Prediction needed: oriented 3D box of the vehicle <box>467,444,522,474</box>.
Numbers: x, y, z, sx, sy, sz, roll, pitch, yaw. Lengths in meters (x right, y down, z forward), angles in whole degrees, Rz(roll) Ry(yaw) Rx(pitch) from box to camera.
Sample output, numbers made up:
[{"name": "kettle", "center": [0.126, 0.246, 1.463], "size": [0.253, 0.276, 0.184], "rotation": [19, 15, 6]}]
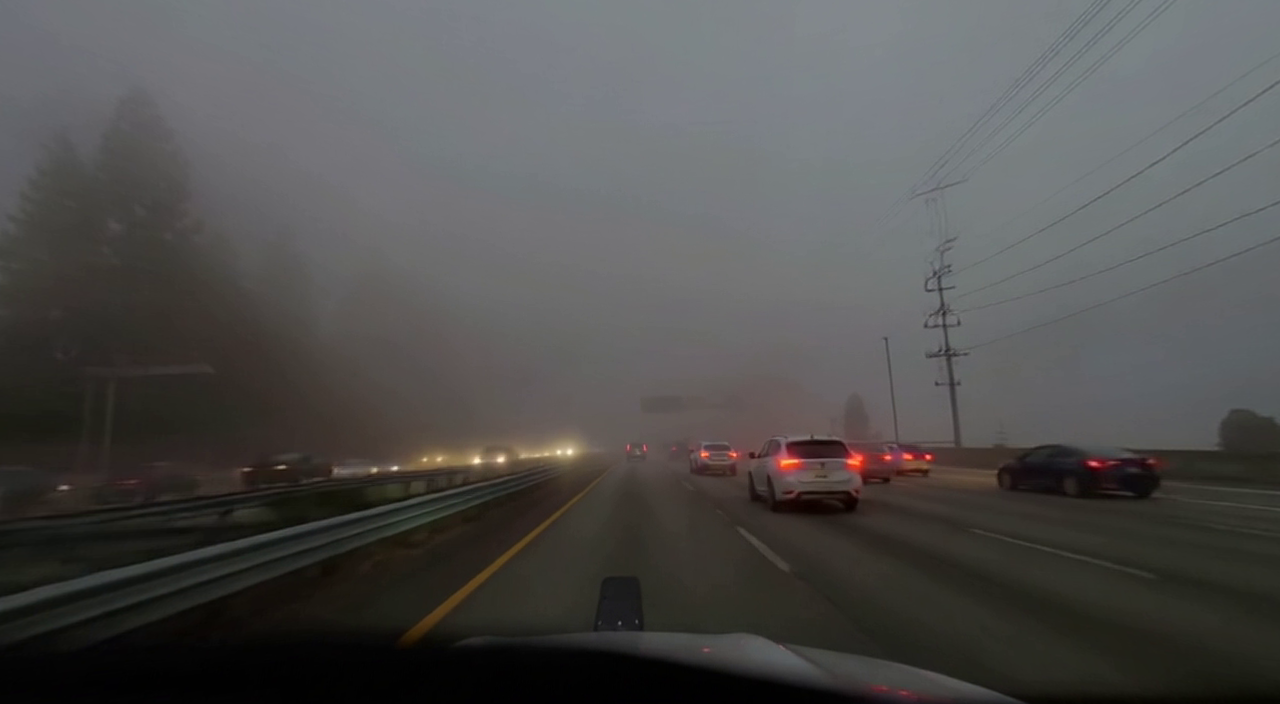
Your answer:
[{"name": "vehicle", "center": [-8.610, 6.338, 37.650], "size": [2.007, 1.651, 5.177], "rotation": [0, -8, 0]}]

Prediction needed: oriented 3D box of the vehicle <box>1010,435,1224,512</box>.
[{"name": "vehicle", "center": [10.557, 2.678, 14.363], "size": [1.850, 1.492, 3.767], "rotation": [0, -8, -1]}]

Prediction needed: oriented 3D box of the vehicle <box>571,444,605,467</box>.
[{"name": "vehicle", "center": [-3.632, 7.328, 44.616], "size": [2.051, 1.510, 4.373], "rotation": [0, -8, 0]}]

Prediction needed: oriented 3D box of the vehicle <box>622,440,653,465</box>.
[{"name": "vehicle", "center": [-0.202, 7.714, 48.337], "size": [2.314, 1.796, 4.254], "rotation": [0, -8, -1]}]

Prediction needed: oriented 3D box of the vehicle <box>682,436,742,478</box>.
[{"name": "vehicle", "center": [3.251, 4.865, 29.380], "size": [2.111, 1.755, 4.459], "rotation": [0, -8, -2]}]

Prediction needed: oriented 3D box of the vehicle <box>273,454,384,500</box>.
[{"name": "vehicle", "center": [-11.899, 4.755, 24.432], "size": [1.981, 1.529, 4.499], "rotation": [0, -8, 0]}]

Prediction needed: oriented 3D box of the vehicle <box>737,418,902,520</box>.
[{"name": "vehicle", "center": [3.629, 2.481, 13.878], "size": [2.138, 1.826, 4.783], "rotation": [0, -8, -1]}]
